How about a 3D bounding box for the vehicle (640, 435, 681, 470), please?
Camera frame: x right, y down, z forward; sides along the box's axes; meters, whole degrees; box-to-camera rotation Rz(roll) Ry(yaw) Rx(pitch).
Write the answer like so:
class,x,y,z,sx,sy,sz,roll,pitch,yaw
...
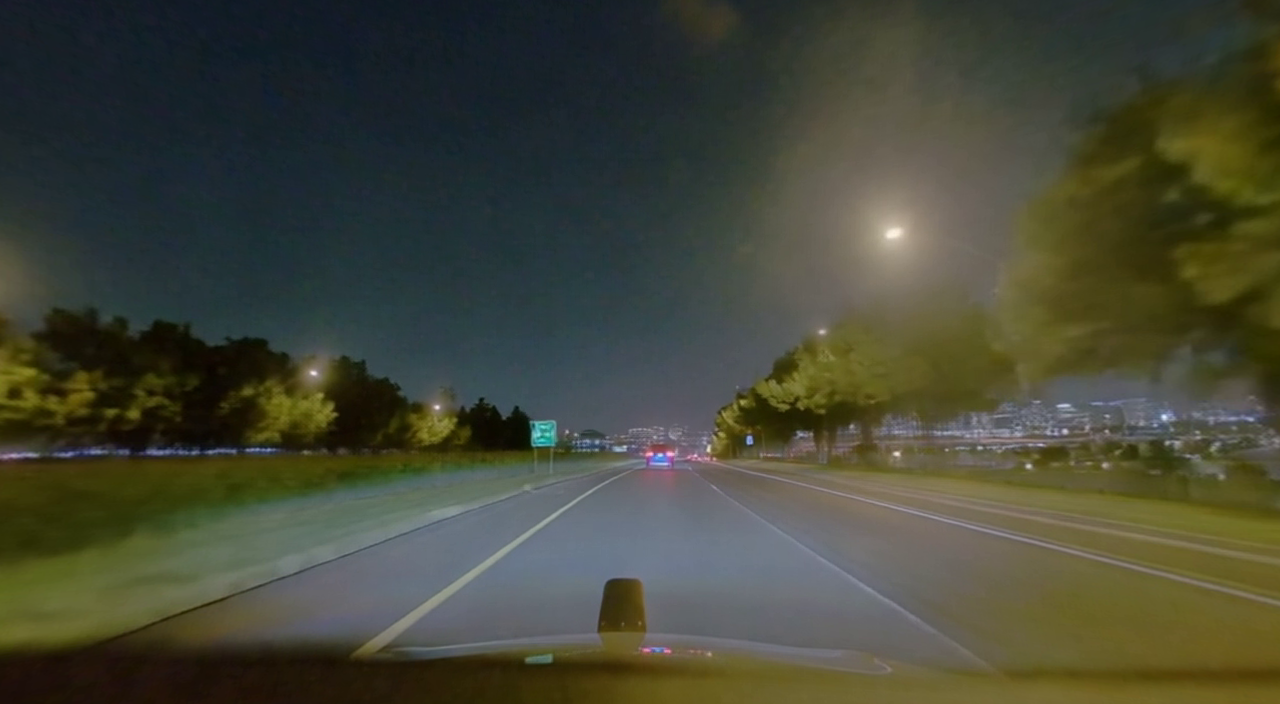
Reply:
class,x,y,z,sx,sy,sz,roll,pitch,yaw
vehicle,1.353,6.623,41.438,2.546,2.126,5.153,0,-8,2
